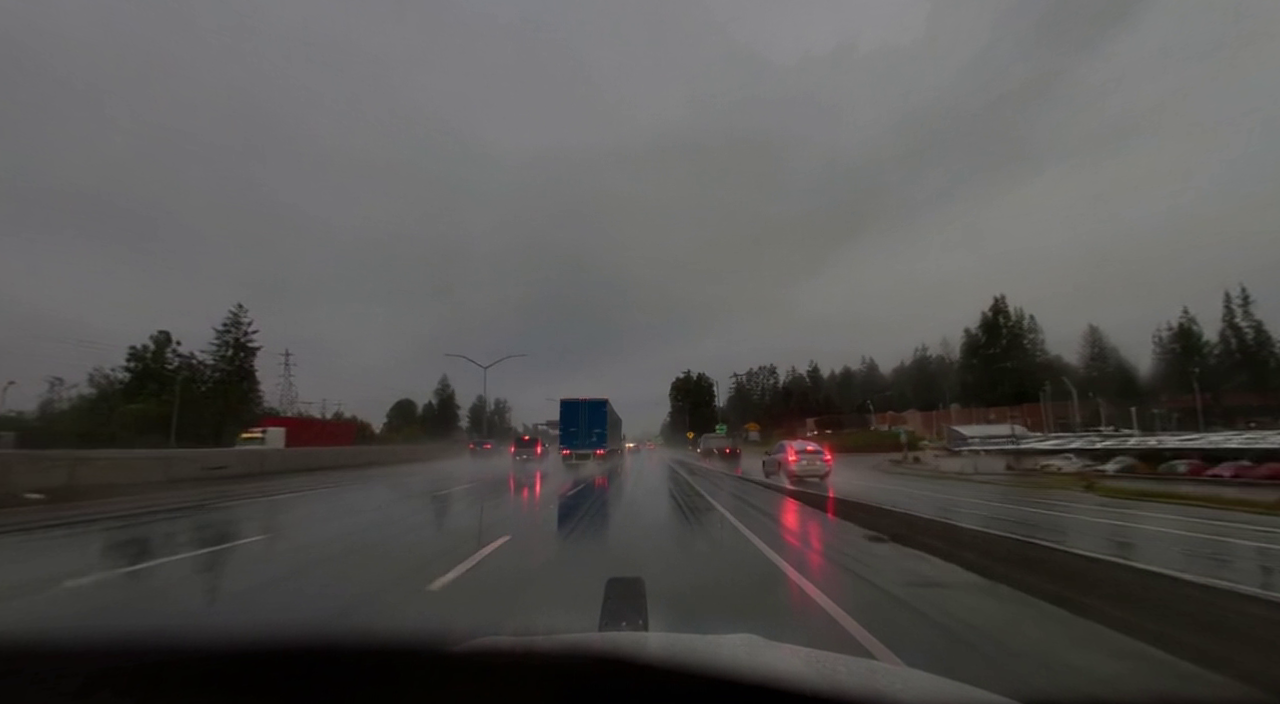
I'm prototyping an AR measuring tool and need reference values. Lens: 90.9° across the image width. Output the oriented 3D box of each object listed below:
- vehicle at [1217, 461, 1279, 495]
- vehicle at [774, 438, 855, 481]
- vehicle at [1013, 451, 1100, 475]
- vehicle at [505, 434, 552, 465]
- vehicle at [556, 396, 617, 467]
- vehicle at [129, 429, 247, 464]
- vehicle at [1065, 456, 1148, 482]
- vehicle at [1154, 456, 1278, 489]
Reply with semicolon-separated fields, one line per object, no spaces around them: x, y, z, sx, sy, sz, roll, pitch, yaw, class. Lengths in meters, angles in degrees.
28.148;5.517;27.787;3.680;1.349;1.826;0;-8;-4;vehicle
7.497;4.653;27.626;2.083;1.706;4.129;0;-8;-4;vehicle
27.343;7.260;41.441;4.388;1.500;1.913;0;-8;-4;vehicle
-6.905;6.123;39.659;2.058;1.840;4.443;0;-8;1;vehicle
-3.302;5.498;42.734;2.905;4.037;12.921;0;-8;1;vehicle
-29.611;6.260;41.751;2.711;2.115;6.705;-1;-8;2;vehicle
28.042;7.023;37.949;3.637;1.360;1.728;-1;-8;-4;vehicle
28.204;5.875;30.933;4.526;1.446;1.814;1;-8;-6;vehicle
